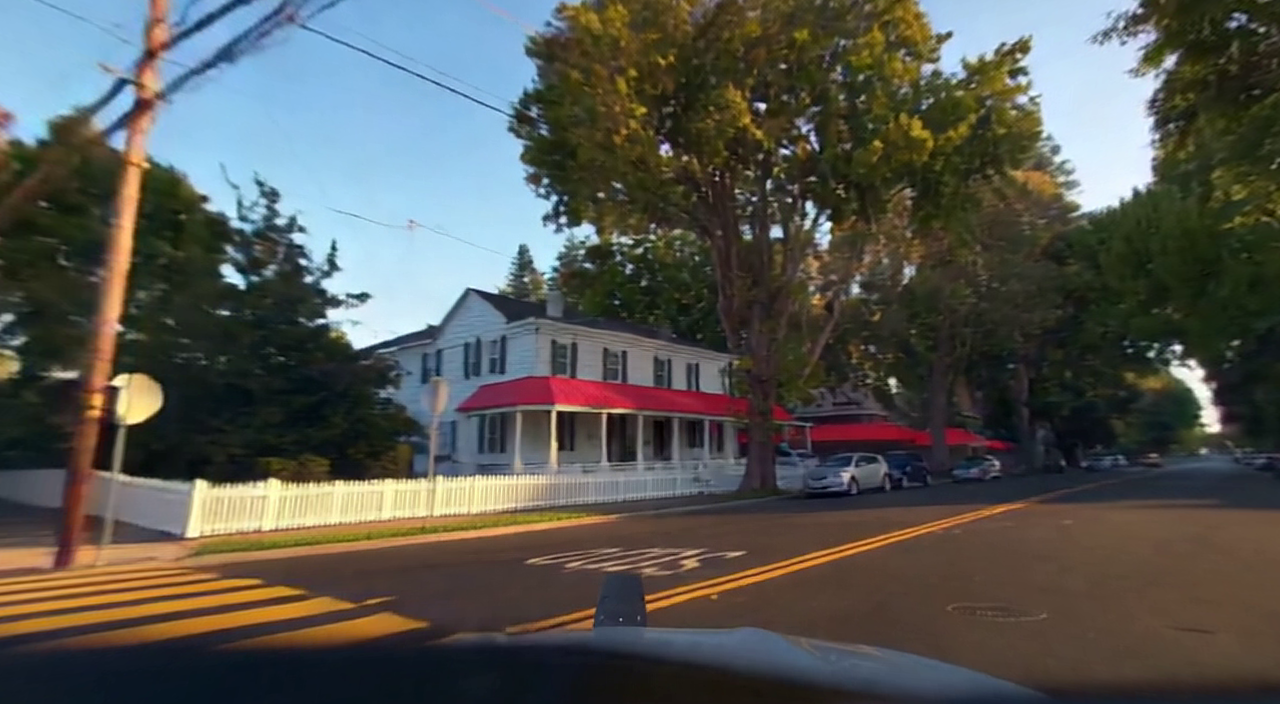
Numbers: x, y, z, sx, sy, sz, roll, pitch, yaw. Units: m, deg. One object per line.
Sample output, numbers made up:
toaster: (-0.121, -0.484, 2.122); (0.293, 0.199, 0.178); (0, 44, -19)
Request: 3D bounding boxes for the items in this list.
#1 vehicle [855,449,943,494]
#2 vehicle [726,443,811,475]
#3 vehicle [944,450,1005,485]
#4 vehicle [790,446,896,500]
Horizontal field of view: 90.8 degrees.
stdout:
vehicle: (11.241, 5.070, 27.250); (1.913, 1.723, 4.318); (-8, -12, 44)
vehicle: (7.530, 6.264, 37.268); (4.492, 1.725, 2.033); (-6, -11, 38)
vehicle: (18.966, 6.466, 35.758); (1.970, 1.785, 4.274); (-7, -11, 41)
vehicle: (7.622, 4.424, 23.505); (1.975, 1.775, 4.509); (-7, -11, 42)
